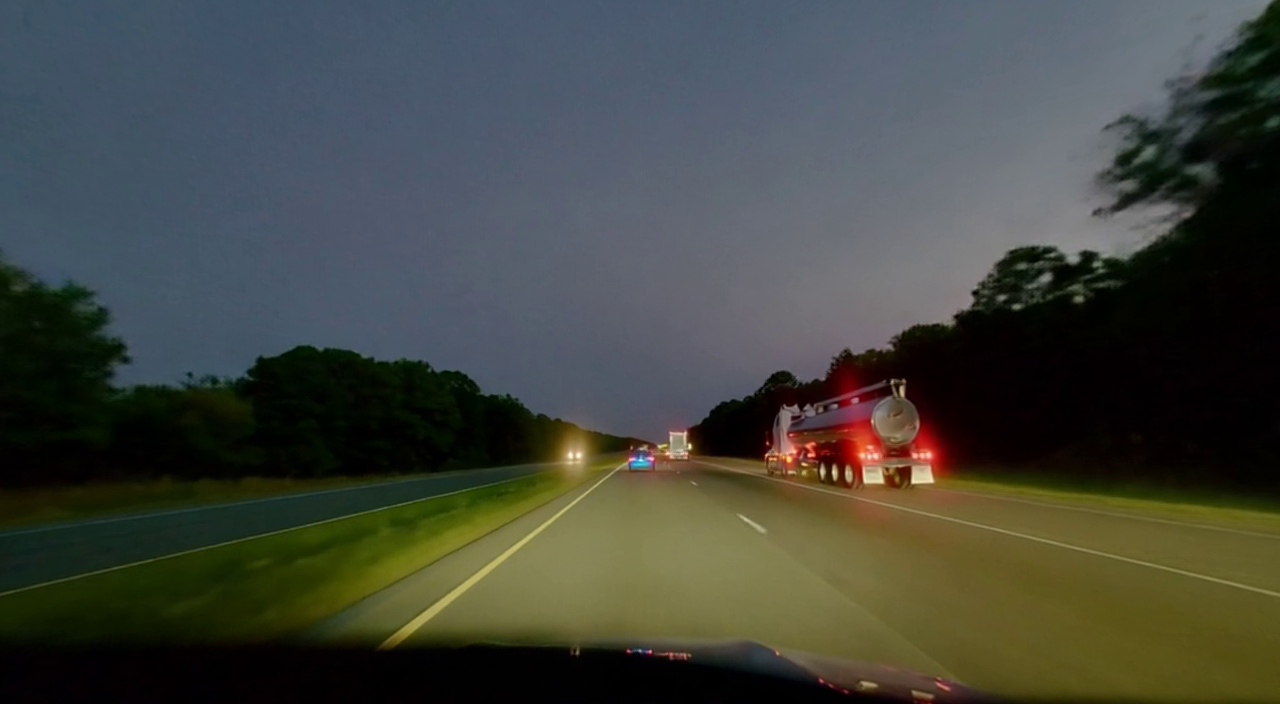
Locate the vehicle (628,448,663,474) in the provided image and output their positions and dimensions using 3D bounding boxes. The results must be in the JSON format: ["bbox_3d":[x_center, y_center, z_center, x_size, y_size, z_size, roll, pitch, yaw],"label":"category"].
[{"bbox_3d":[0.301,6.379,37.069,1.926,1.386,3.615,0,-9,0],"label":"vehicle"}]
